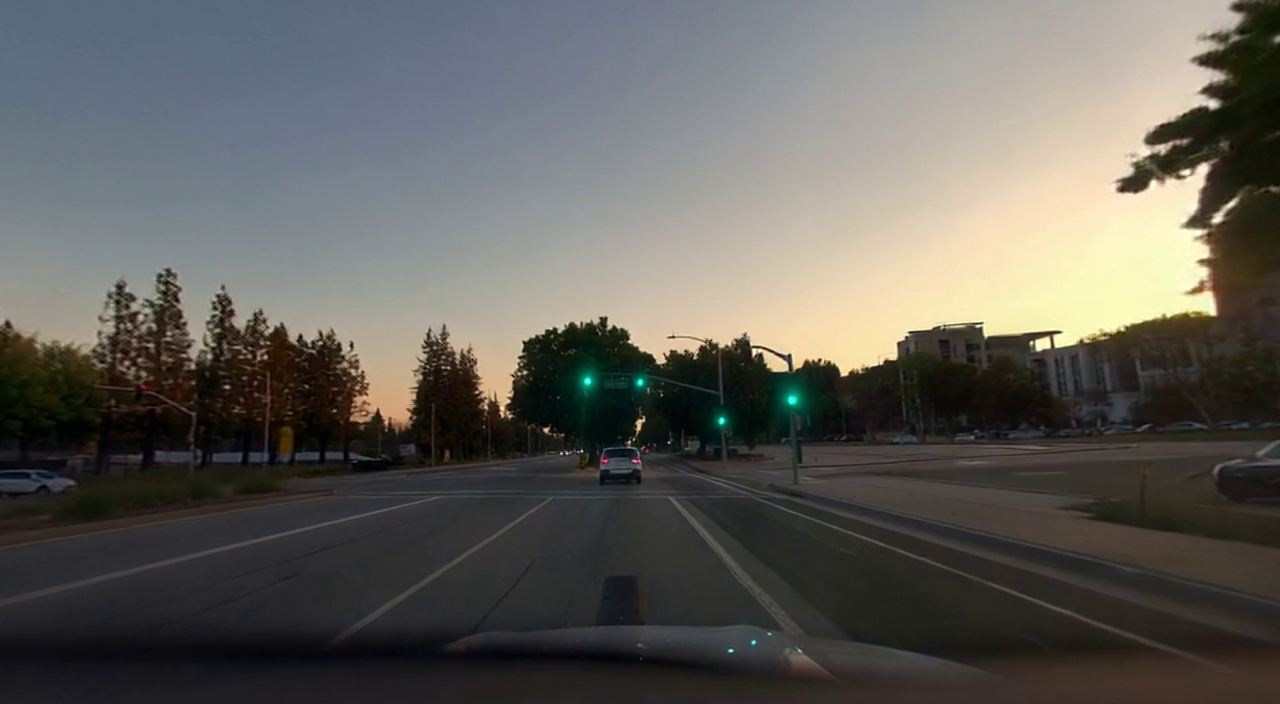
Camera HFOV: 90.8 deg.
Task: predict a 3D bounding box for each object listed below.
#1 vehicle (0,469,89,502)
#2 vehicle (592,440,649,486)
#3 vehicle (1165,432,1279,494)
[{"bbox_3d":[-34.967,7.577,36.074,4.884,1.736,2.049,0,-9,-2],"label":"vehicle"},{"bbox_3d":[-0.759,4.492,25.759,2.130,1.711,4.038,0,-9,-1],"label":"vehicle"},{"bbox_3d":[16.550,2.788,16.199,4.344,1.451,1.920,-1,-9,1],"label":"vehicle"}]
